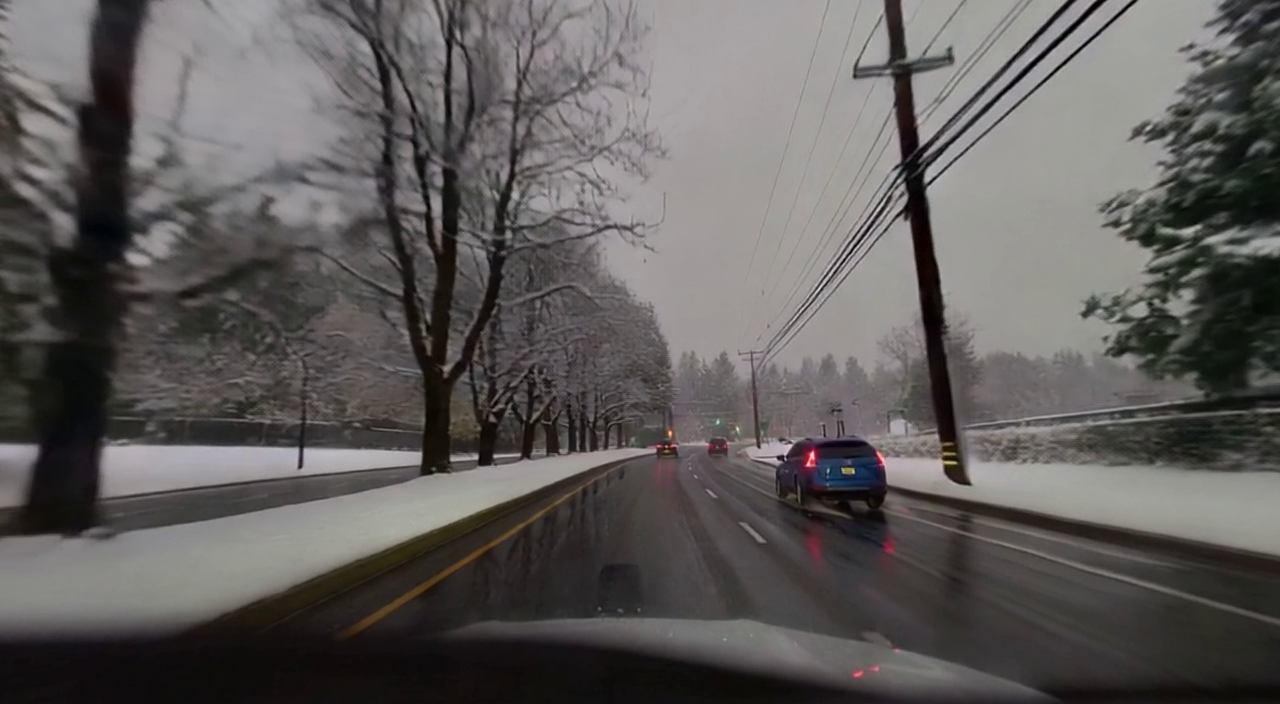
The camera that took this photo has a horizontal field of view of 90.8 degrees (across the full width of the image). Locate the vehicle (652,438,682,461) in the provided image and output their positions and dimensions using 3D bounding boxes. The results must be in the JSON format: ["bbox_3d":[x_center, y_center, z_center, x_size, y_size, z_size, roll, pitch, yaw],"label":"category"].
[{"bbox_3d":[2.155,7.556,49.033,2.163,1.746,4.073,-1,-9,4],"label":"vehicle"}]

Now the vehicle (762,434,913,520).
[{"bbox_3d":[3.962,2.569,13.527,1.881,1.512,4.294,-1,-8,1],"label":"vehicle"}]
